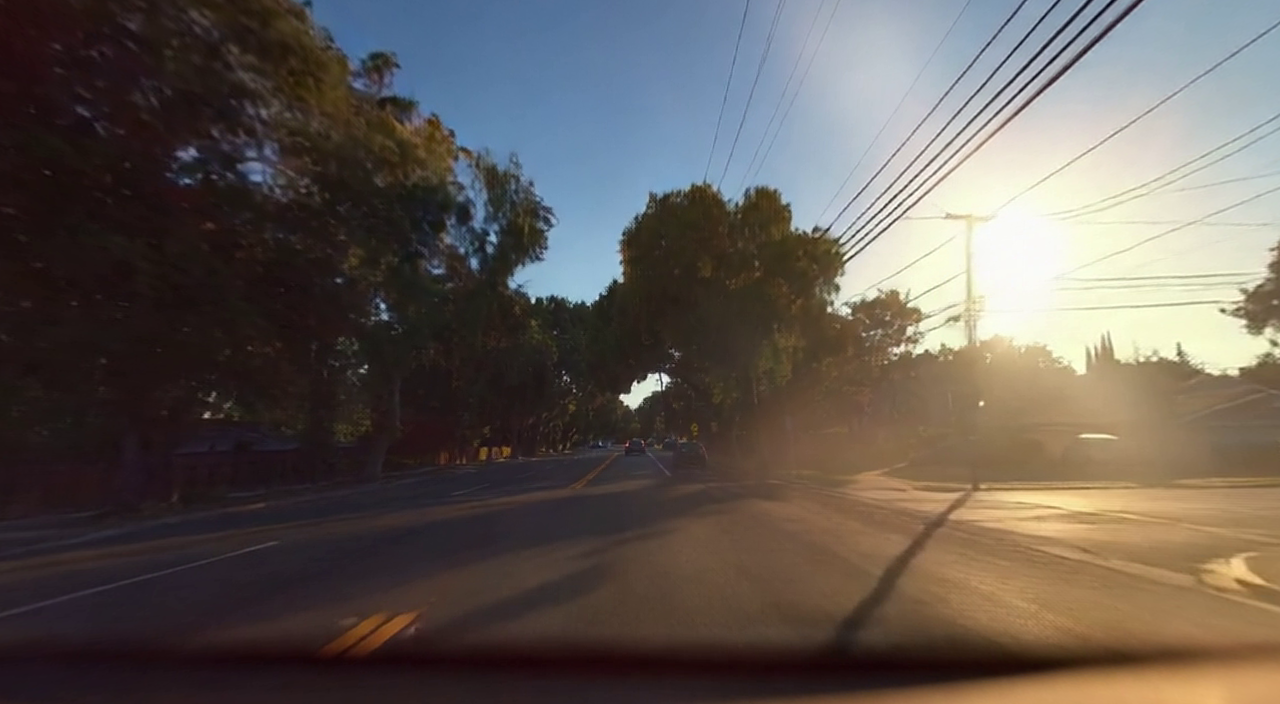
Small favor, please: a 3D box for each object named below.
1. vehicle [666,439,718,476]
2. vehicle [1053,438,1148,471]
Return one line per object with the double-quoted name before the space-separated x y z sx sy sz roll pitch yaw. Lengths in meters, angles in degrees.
"vehicle" 2.277 4.734 28.410 1.975 1.497 3.647 0 -9 -1
"vehicle" 22.288 4.978 30.668 1.851 1.458 3.709 0 -9 1
